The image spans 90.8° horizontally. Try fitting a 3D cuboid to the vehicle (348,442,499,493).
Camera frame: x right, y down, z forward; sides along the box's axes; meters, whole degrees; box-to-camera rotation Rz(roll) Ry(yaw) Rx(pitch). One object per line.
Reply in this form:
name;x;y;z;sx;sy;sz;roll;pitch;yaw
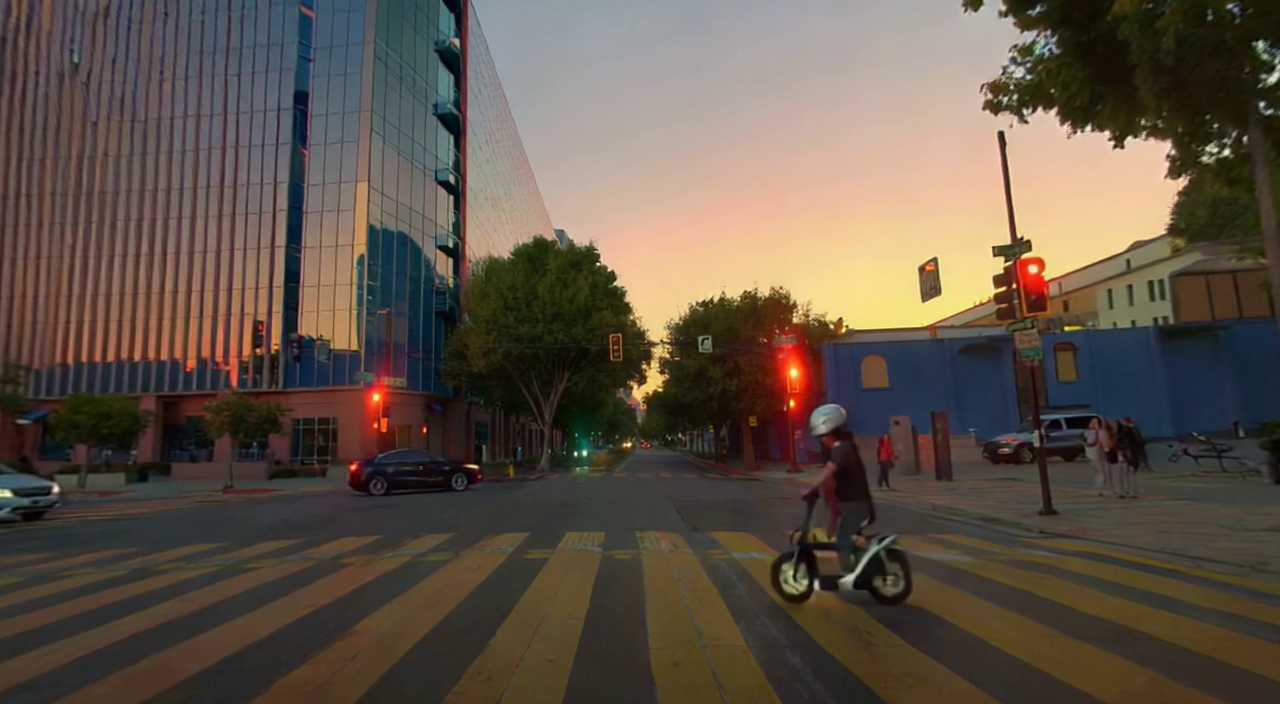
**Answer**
vehicle;-7.611;4.014;22.401;4.641;1.616;2.051;5;-10;-34
